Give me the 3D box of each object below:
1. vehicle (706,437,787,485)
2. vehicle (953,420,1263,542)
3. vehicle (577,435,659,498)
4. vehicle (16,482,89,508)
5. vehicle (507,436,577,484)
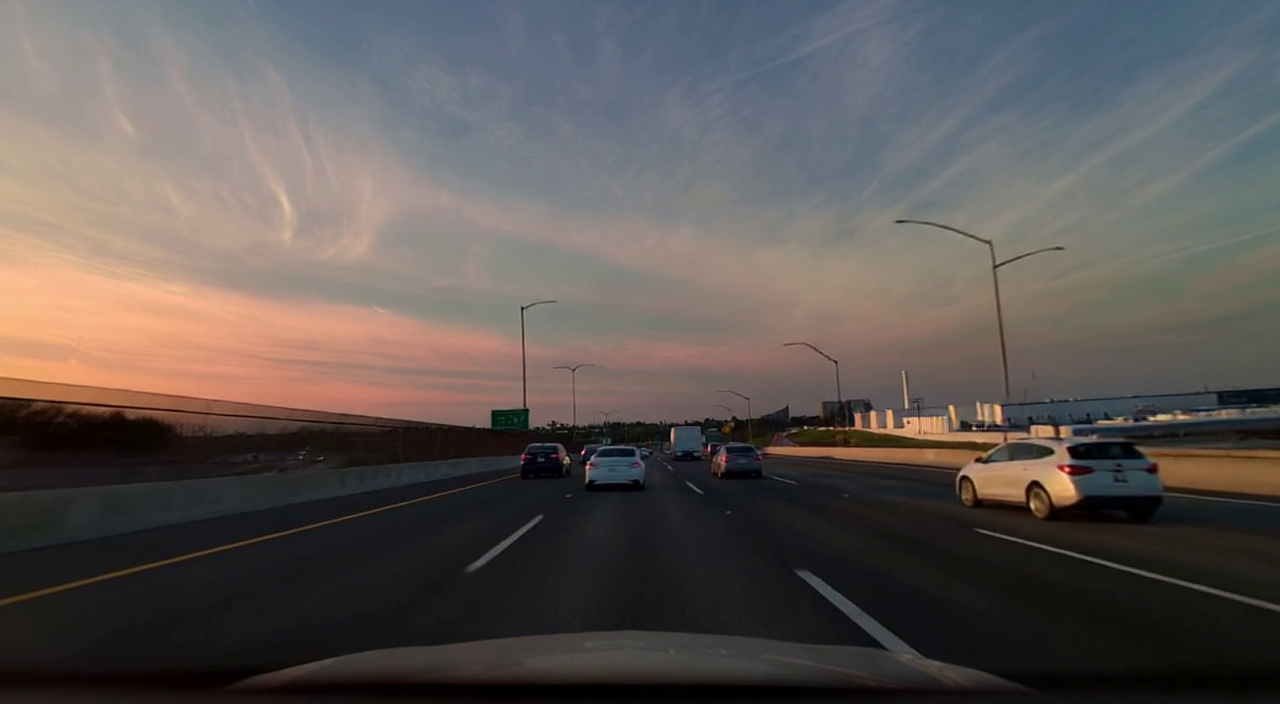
[{"bbox_3d":[3.504,3.668,21.611,1.942,1.453,4.329,0,-8,-1],"label":"vehicle"},{"bbox_3d":[6.966,1.927,10.062,1.860,1.520,3.961,-1,-8,0],"label":"vehicle"},{"bbox_3d":[-0.518,3.229,18.377,2.067,1.555,4.851,-1,-8,1],"label":"vehicle"},{"bbox_3d":[-46.335,11.265,49.843,2.037,1.464,4.663,-1,-8,-12],"label":"vehicle"},{"bbox_3d":[-3.704,4.144,24.628,2.036,1.669,4.112,-1,-8,0],"label":"vehicle"}]
